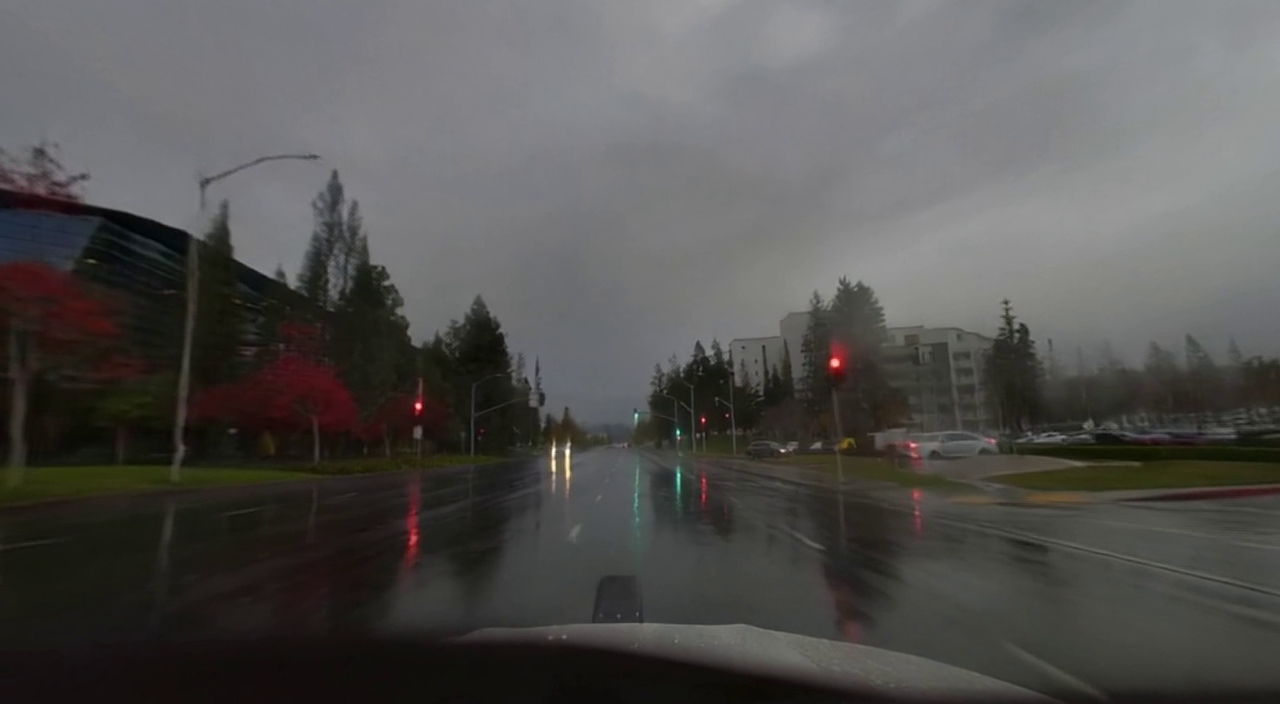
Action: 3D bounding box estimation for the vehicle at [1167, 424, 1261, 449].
[{"bbox_3d":[35.692,5.316,39.505,1.828,1.452,4.242,0,-9,-2],"label":"vehicle"}]

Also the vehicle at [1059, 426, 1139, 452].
[{"bbox_3d":[28.042,5.361,38.835,1.805,1.466,4.236,0,-9,1],"label":"vehicle"}]

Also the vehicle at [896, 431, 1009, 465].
[{"bbox_3d":[13.549,4.185,27.559,3.991,1.437,1.679,0,-9,-1],"label":"vehicle"}]
